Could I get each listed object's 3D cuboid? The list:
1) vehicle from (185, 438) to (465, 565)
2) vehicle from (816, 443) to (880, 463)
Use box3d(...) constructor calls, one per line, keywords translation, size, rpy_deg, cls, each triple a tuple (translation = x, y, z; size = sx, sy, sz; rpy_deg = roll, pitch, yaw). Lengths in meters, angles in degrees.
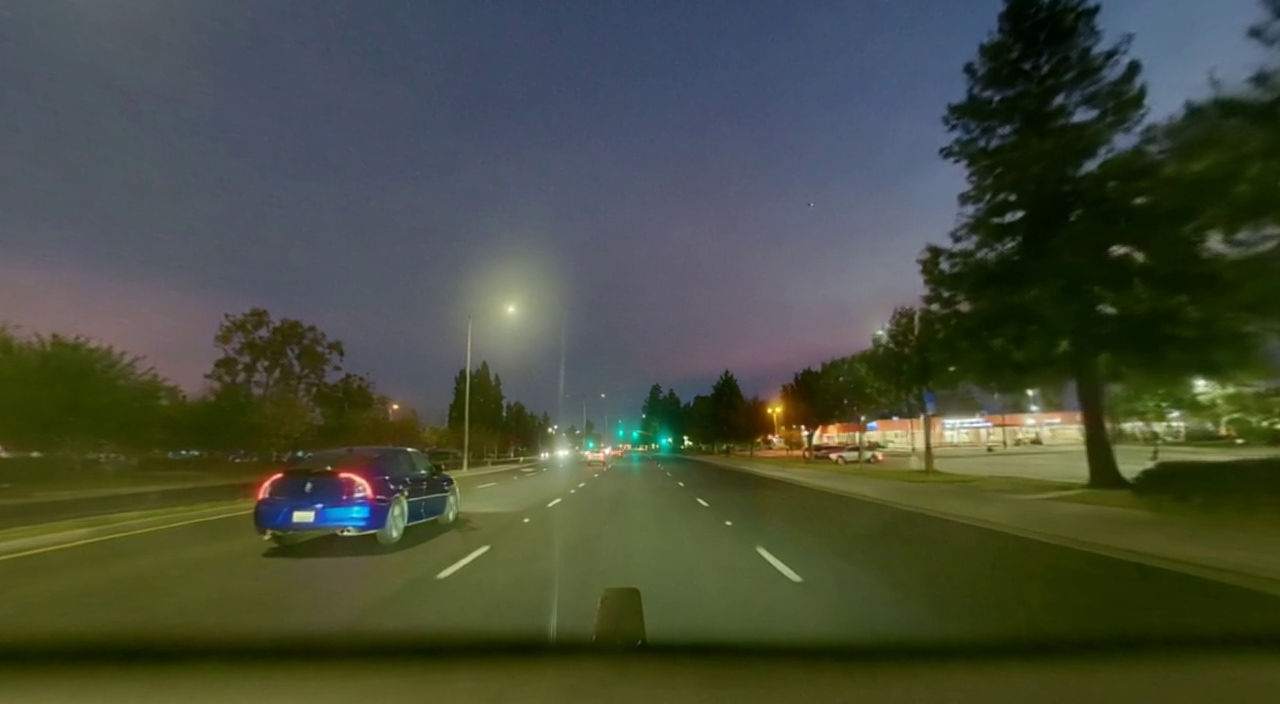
box3d(translation=(-4.304, 2.090, 9.666), size=(2.003, 1.454, 4.484), rpy_deg=(0, -9, 0), cls="vehicle")
box3d(translation=(16.000, 7.798, 48.770), size=(4.197, 1.466, 1.930), rpy_deg=(0, -9, -2), cls="vehicle")
